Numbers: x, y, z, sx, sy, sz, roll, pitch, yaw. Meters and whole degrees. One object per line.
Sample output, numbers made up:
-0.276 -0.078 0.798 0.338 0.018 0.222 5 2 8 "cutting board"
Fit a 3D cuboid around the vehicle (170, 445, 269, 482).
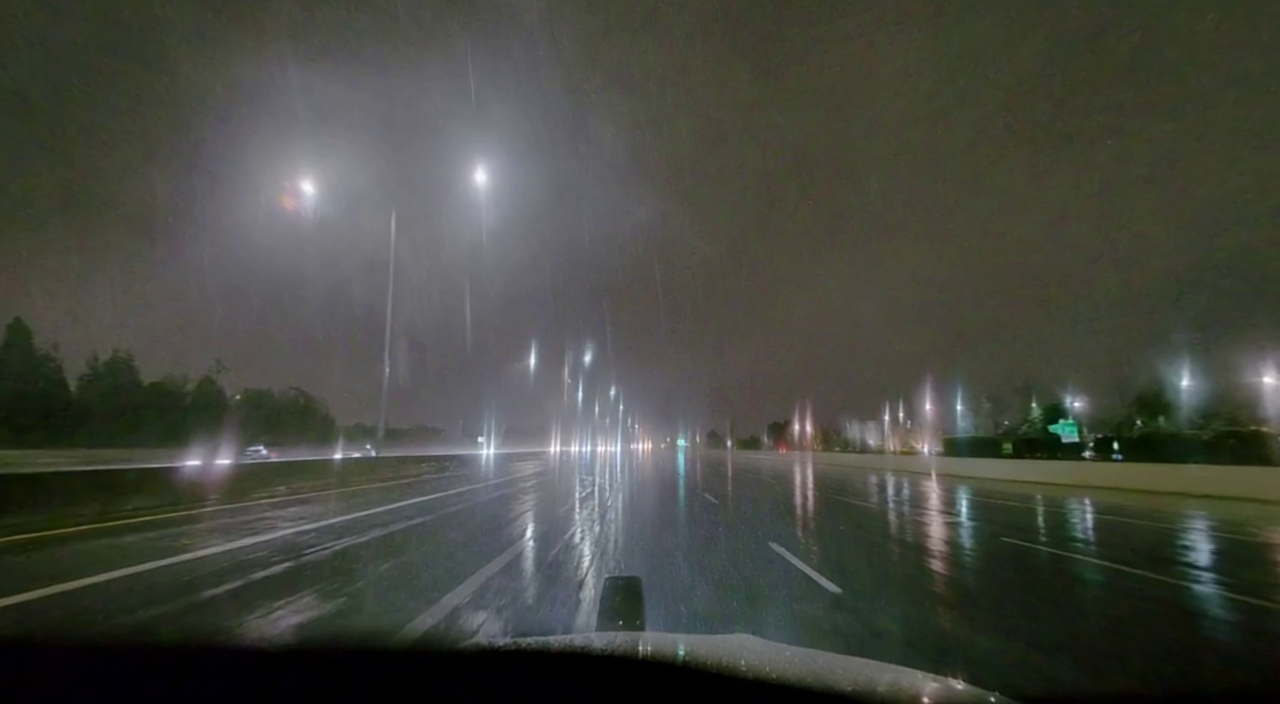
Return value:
-17.771 4.711 26.843 1.644 1.462 3.713 0 -9 0 "vehicle"
